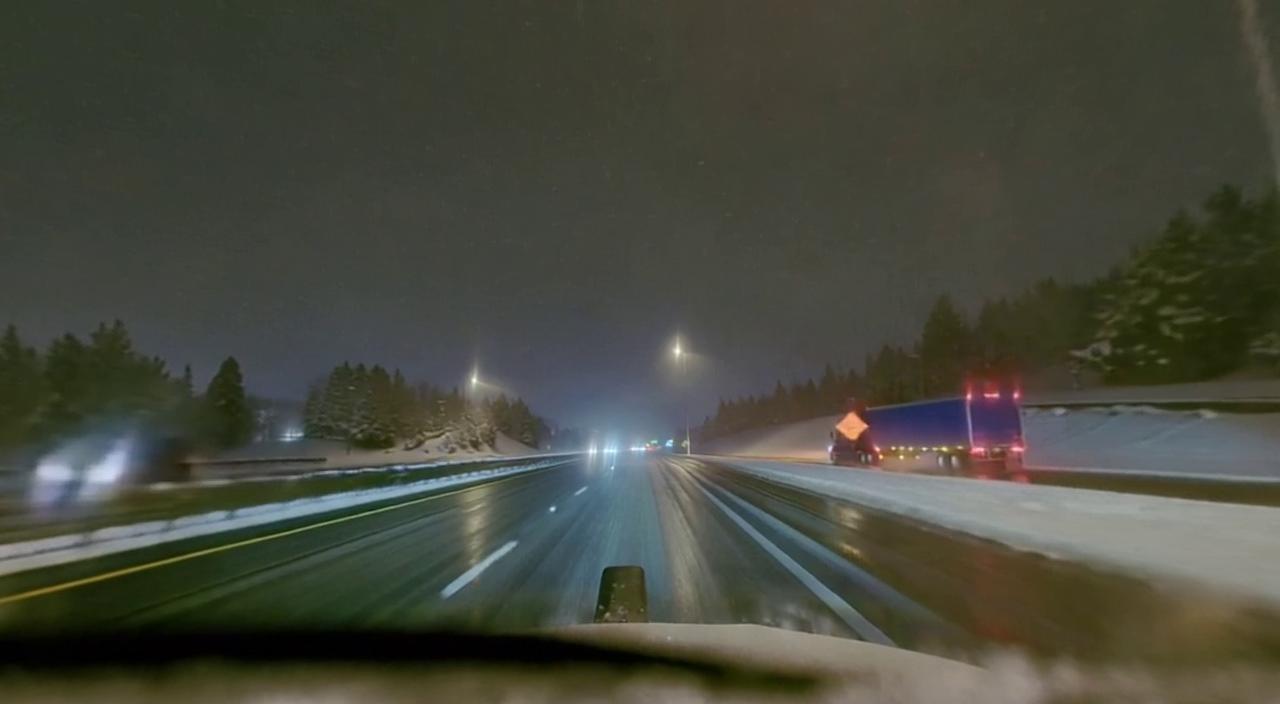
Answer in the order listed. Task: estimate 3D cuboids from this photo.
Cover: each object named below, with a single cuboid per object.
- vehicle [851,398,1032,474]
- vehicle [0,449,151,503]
[{"bbox_3d":[19.548,5.869,43.364,3.395,4.178,16.548,0,-8,-4],"label":"vehicle"},{"bbox_3d":[-18.166,3.792,19.815,1.863,1.442,4.538,0,-8,1],"label":"vehicle"}]
